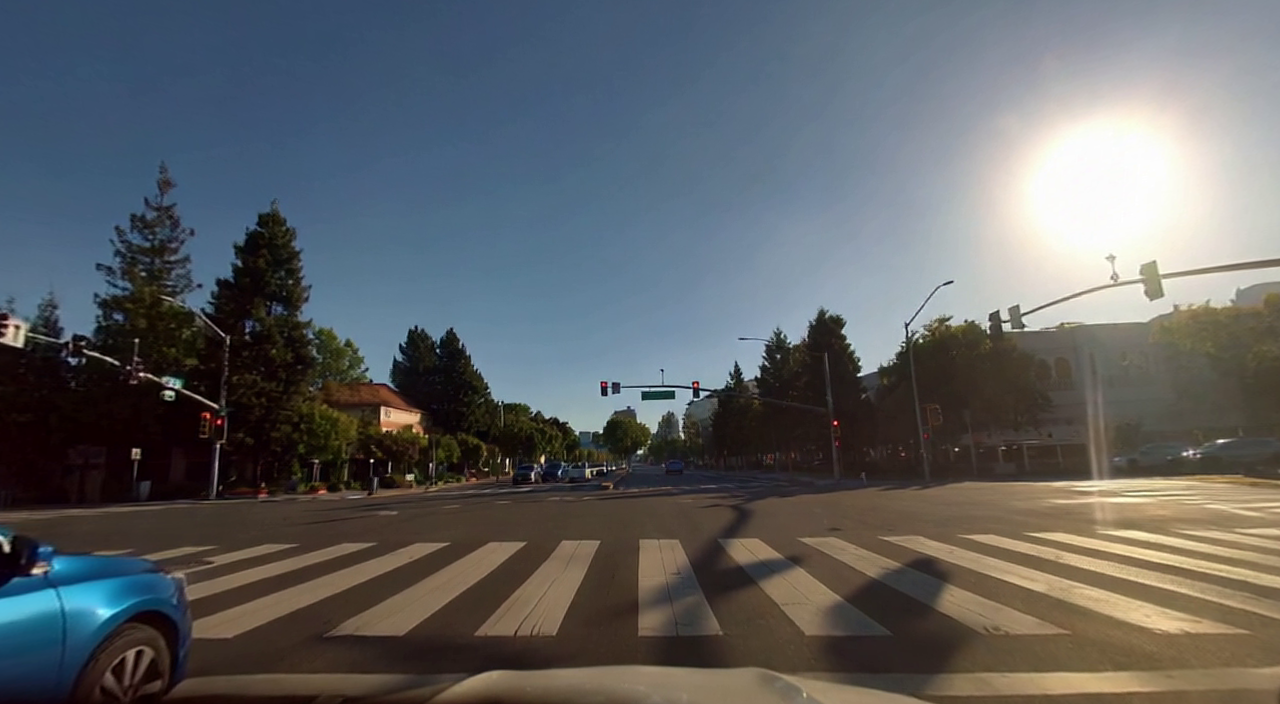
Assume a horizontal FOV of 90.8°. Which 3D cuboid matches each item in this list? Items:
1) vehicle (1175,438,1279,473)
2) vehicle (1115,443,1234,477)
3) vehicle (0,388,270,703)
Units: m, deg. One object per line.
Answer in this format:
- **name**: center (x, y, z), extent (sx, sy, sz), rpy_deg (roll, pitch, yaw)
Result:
- **vehicle**: center (25.665, 4.379, 26.800), extent (4.347, 1.411, 1.784), rpy_deg (0, -9, -2)
- **vehicle**: center (25.097, 5.059, 29.757), extent (4.123, 1.469, 1.790), rpy_deg (0, -8, -5)
- **vehicle**: center (-2.991, 0.801, 1.451), extent (1.969, 1.513, 3.773), rpy_deg (0, -9, 0)
